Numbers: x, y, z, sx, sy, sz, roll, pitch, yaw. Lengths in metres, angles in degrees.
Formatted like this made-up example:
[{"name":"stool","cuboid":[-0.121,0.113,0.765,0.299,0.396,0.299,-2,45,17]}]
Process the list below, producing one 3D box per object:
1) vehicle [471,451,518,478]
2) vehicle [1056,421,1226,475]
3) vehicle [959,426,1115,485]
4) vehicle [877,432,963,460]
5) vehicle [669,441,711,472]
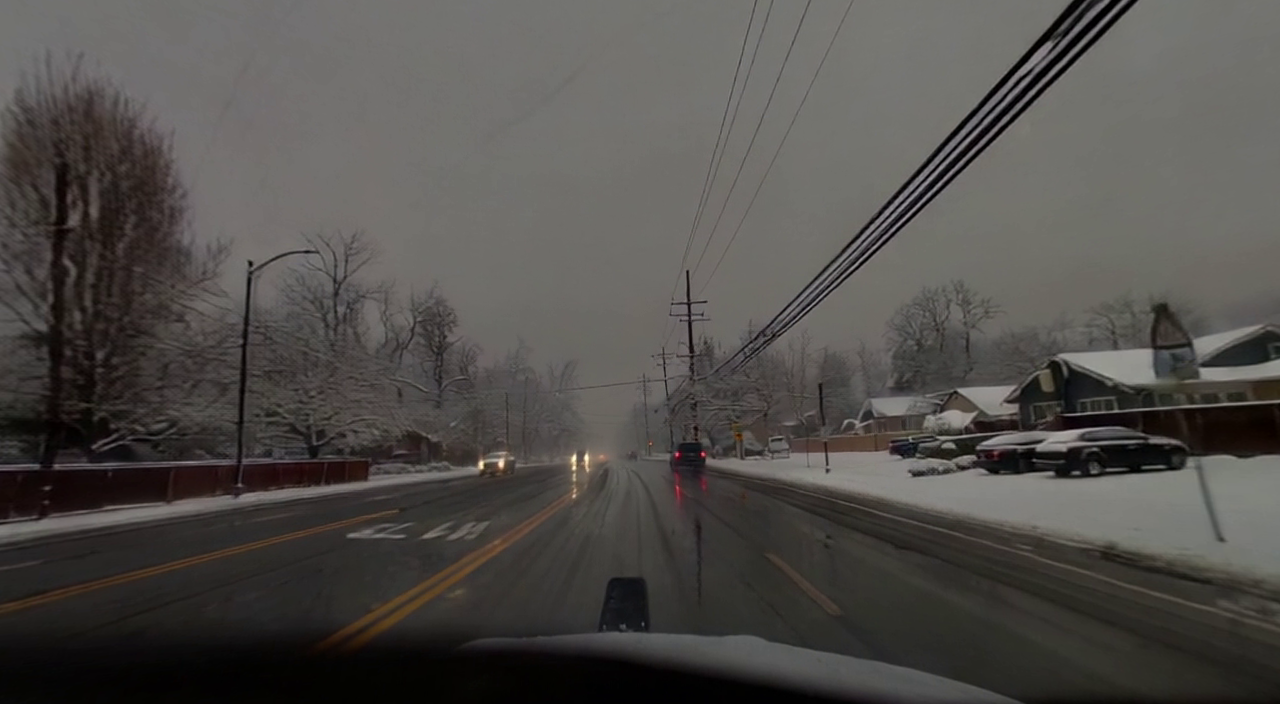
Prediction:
[{"name":"vehicle","cuboid":[-9.748,7.534,42.521,2.050,1.536,4.537,-4,-9,0]},{"name":"vehicle","cuboid":[15.954,3.104,20.438,1.747,1.405,4.372,-4,-8,-2]},{"name":"vehicle","cuboid":[12.247,3.250,19.931,1.970,1.561,4.725,-2,-9,3]},{"name":"vehicle","cuboid":[18.278,6.166,41.142,4.766,1.493,2.076,-9,-11,30]},{"name":"vehicle","cuboid":[3.195,6.771,41.101,2.144,1.843,4.827,0,-9,-3]}]
